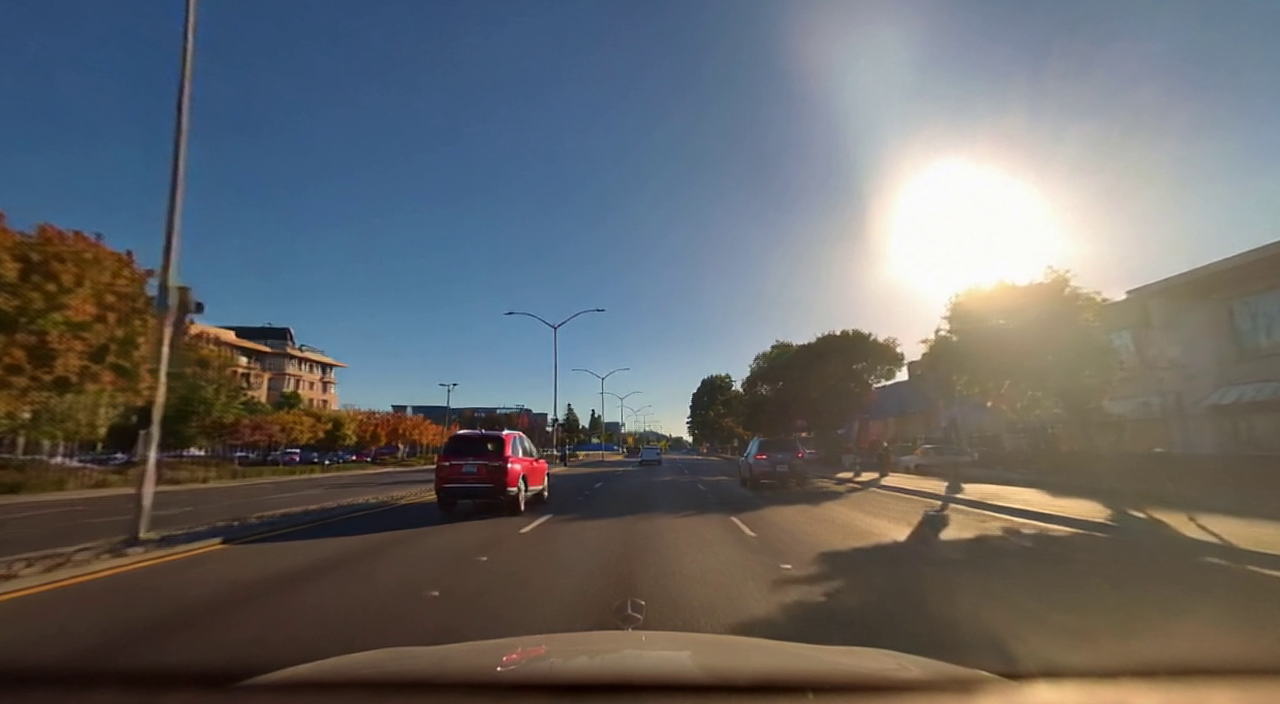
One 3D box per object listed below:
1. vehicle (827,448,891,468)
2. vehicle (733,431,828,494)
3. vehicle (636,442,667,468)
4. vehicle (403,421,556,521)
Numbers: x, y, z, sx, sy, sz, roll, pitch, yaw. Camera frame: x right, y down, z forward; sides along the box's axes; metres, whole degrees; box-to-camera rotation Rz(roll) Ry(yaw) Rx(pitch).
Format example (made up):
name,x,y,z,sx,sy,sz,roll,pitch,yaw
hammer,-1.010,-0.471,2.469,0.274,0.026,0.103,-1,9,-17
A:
name,x,y,z,sx,sy,sz,roll,pitch,yaw
vehicle,16.587,8.033,47.741,4.133,1.475,1.833,2,-9,-11
vehicle,4.321,3.477,20.192,2.083,1.779,4.347,0,-8,1
vehicle,0.807,7.108,43.785,2.067,1.702,3.987,0,-8,2
vehicle,-3.233,2.509,13.800,2.047,1.810,4.414,0,-8,2
